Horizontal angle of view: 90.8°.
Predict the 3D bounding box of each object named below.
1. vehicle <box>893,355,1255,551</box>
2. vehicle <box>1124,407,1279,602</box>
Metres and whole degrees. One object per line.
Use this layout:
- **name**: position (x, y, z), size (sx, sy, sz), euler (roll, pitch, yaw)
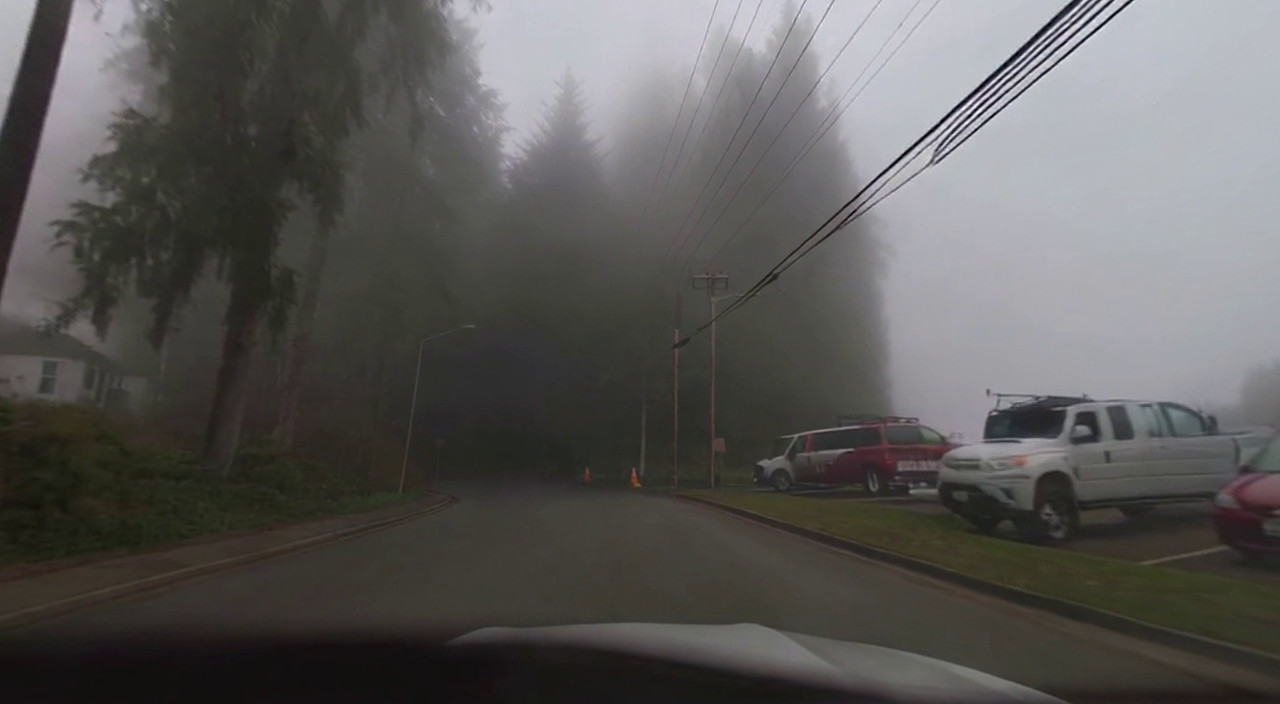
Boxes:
- **vehicle**: position (6.784, 1.615, 9.823), size (5.269, 2.289, 2.446), euler (7, -13, -31)
- **vehicle**: position (7.011, 1.361, 6.491), size (4.156, 1.502, 1.577), euler (0, -7, -30)
